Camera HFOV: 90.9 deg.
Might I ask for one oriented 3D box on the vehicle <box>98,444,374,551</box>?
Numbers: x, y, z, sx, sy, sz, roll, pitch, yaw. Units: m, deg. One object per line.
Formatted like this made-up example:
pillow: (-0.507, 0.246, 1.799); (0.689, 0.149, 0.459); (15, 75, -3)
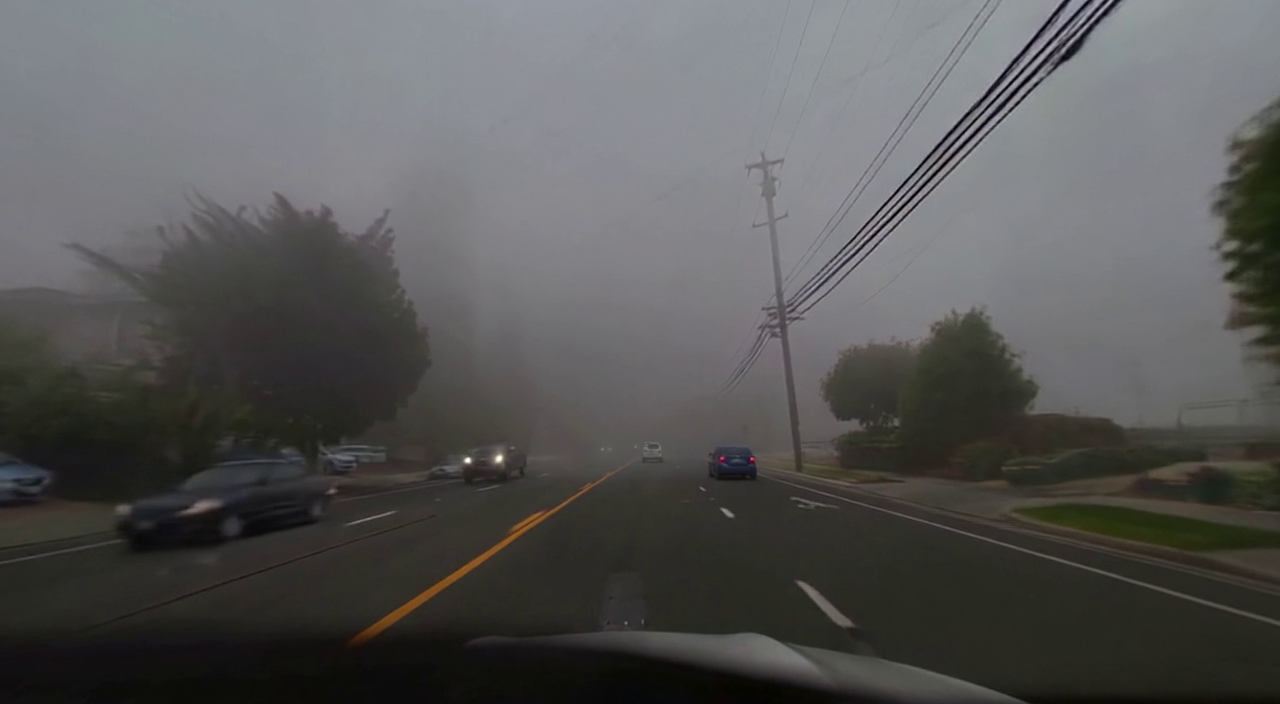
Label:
vehicle: (-7.042, 2.522, 11.786); (1.997, 1.566, 4.637); (0, -8, 1)

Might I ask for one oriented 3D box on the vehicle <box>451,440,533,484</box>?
vehicle: (-6.636, 4.993, 28.982); (2.303, 1.789, 5.423); (-1, -8, 2)

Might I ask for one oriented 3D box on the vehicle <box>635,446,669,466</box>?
vehicle: (0.852, 7.379, 44.875); (2.298, 1.359, 4.081); (0, -8, 1)

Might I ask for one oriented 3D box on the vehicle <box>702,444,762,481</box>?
vehicle: (3.914, 4.755, 27.519); (1.951, 1.479, 4.487); (0, -8, 0)
